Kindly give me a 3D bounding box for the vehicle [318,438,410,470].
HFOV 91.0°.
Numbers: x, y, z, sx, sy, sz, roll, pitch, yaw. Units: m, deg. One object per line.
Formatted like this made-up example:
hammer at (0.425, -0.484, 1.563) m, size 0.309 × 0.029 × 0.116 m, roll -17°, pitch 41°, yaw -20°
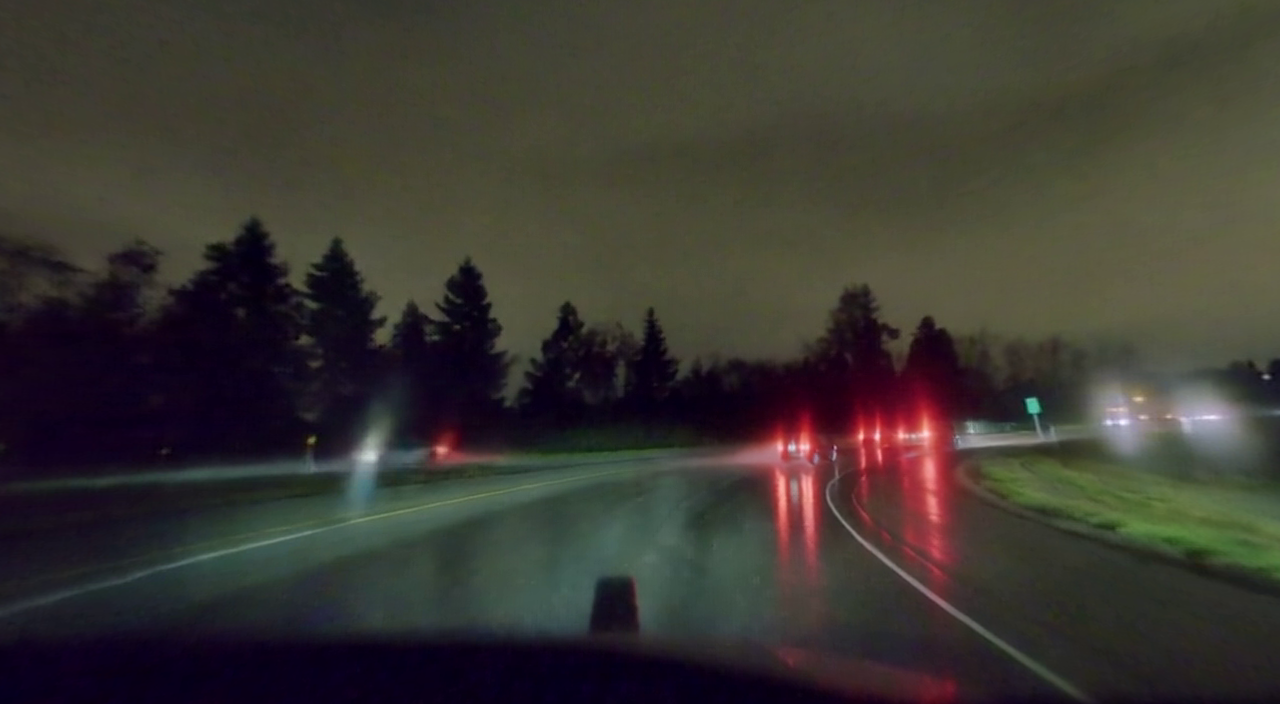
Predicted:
vehicle at (-14.991, 5.530, 34.290) m, size 4.415 × 1.617 × 1.957 m, roll 3°, pitch -9°, yaw -24°
